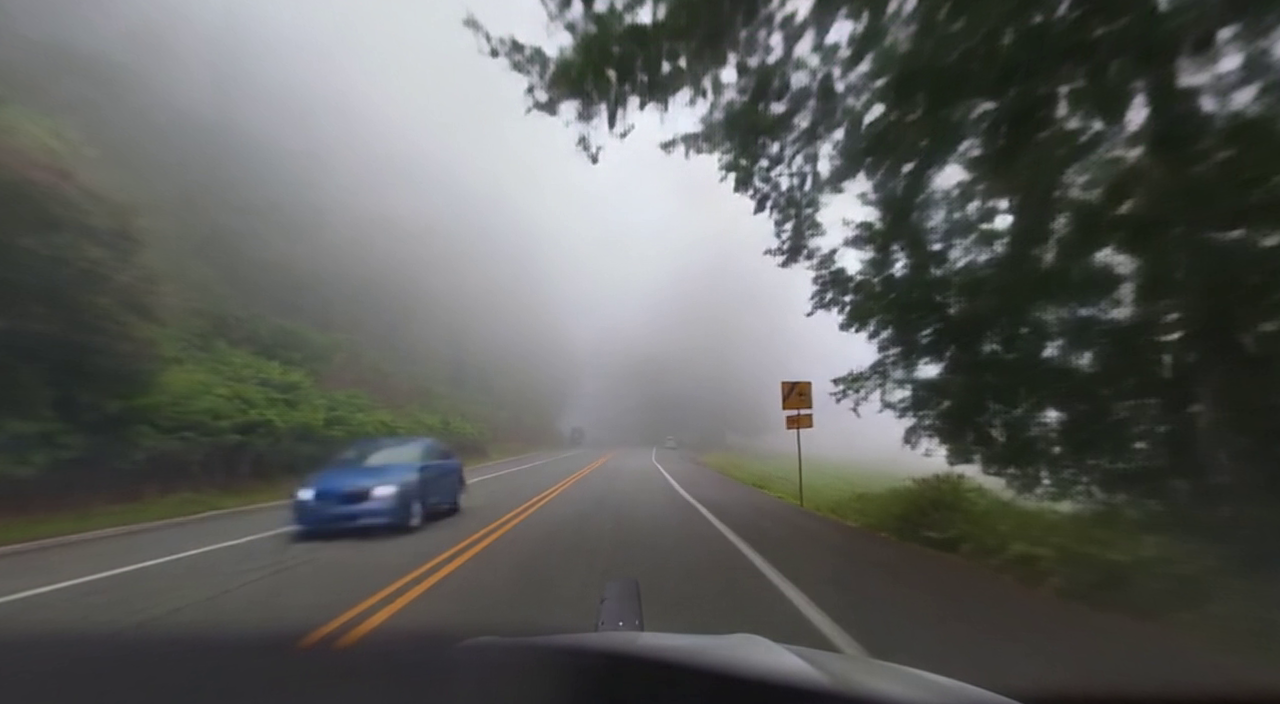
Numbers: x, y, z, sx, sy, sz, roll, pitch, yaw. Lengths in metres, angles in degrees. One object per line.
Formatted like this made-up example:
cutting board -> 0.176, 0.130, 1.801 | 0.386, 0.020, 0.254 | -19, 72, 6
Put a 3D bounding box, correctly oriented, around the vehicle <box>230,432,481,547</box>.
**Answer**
vehicle -> -4.288, 2.131, 10.542 | 2.083, 1.476, 4.513 | 0, -9, 0
